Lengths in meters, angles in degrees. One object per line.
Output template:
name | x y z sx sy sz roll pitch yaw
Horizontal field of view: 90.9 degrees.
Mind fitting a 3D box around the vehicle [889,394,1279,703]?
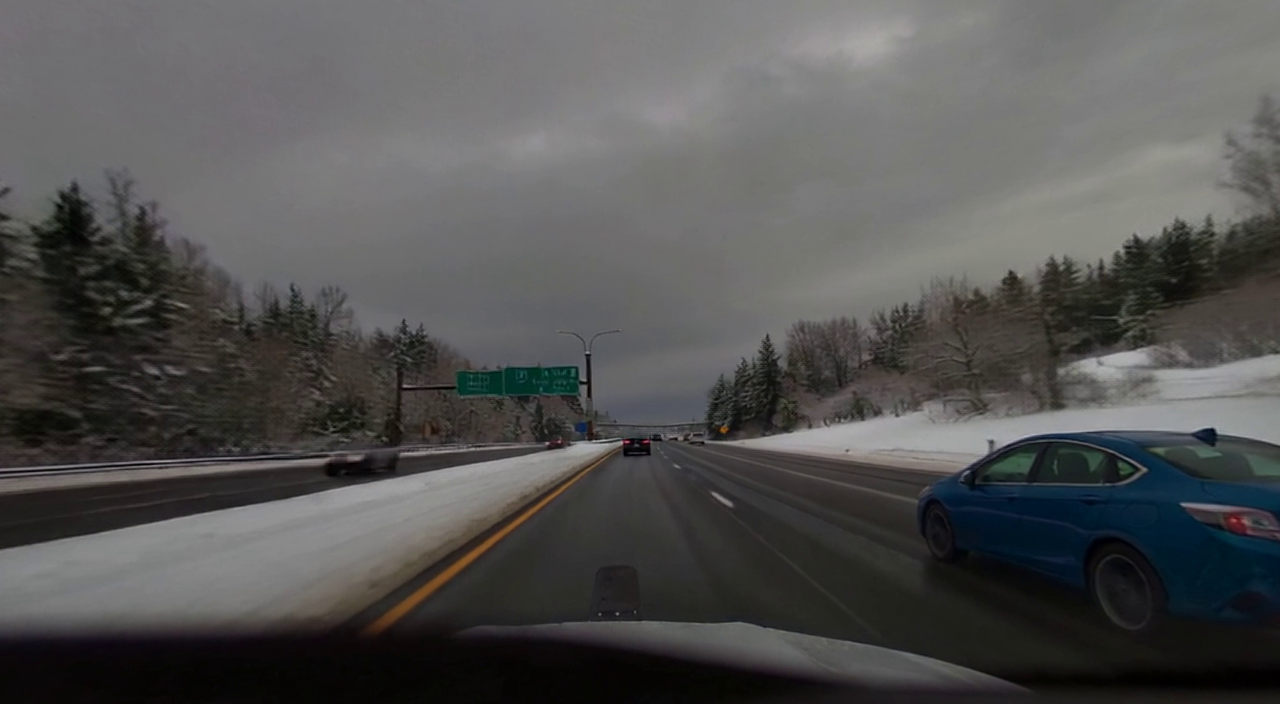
vehicle | 3.875 1.194 4.783 1.981 1.467 4.459 0 -8 -3

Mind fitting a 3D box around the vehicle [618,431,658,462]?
vehicle | -0.148 5.094 34.086 2.046 1.526 3.903 0 -8 -1
